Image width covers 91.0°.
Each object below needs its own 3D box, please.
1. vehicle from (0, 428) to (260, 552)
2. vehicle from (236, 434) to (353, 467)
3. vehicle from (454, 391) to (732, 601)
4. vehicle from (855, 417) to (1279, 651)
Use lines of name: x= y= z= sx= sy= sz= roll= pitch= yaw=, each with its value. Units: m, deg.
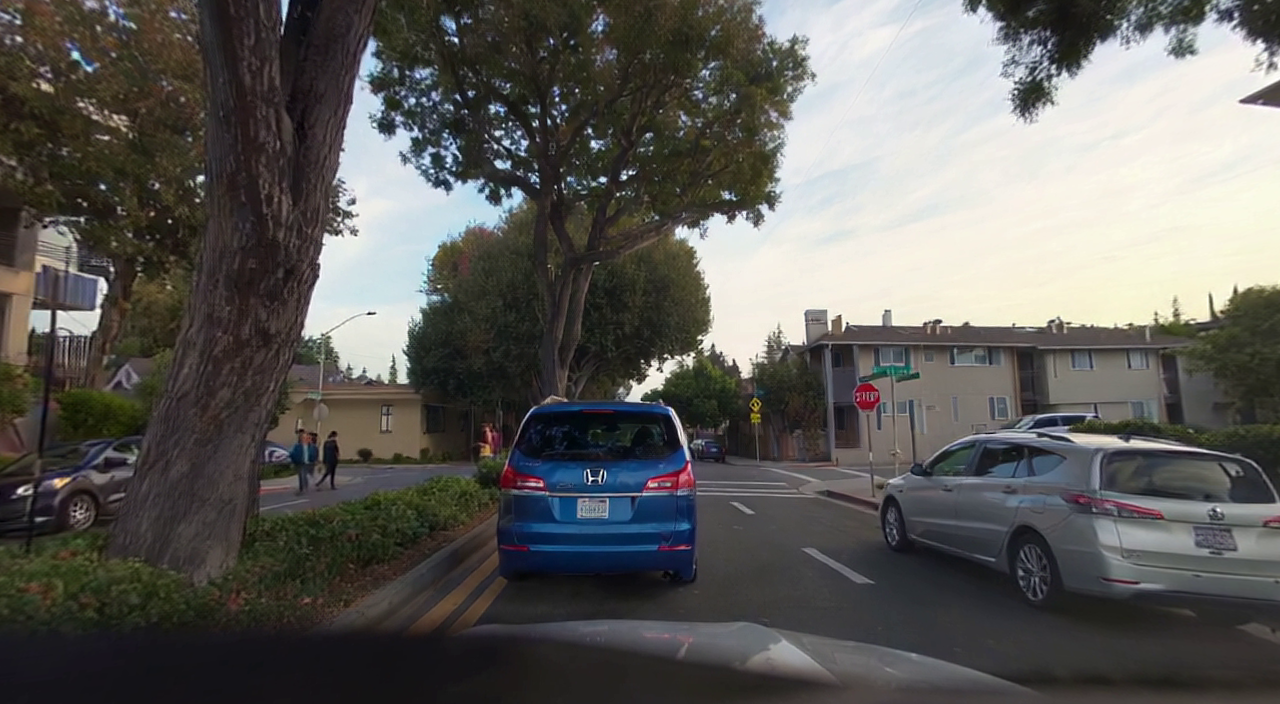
vehicle: x=-8.290 y=2.021 z=10.058 sx=1.825 sy=1.532 sz=4.083 roll=-3 pitch=-7 yaw=2
vehicle: x=-16.265 y=4.650 z=29.781 sx=4.387 sy=1.495 sz=1.811 roll=1 pitch=-8 yaw=-3
vehicle: x=-0.412 y=1.582 z=7.814 sx=2.377 sy=1.787 sz=4.652 roll=0 pitch=-8 yaw=0
vehicle: x=4.220 y=1.680 z=6.910 sx=1.959 sy=1.581 sz=4.731 roll=4 pitch=-9 yaw=-2
